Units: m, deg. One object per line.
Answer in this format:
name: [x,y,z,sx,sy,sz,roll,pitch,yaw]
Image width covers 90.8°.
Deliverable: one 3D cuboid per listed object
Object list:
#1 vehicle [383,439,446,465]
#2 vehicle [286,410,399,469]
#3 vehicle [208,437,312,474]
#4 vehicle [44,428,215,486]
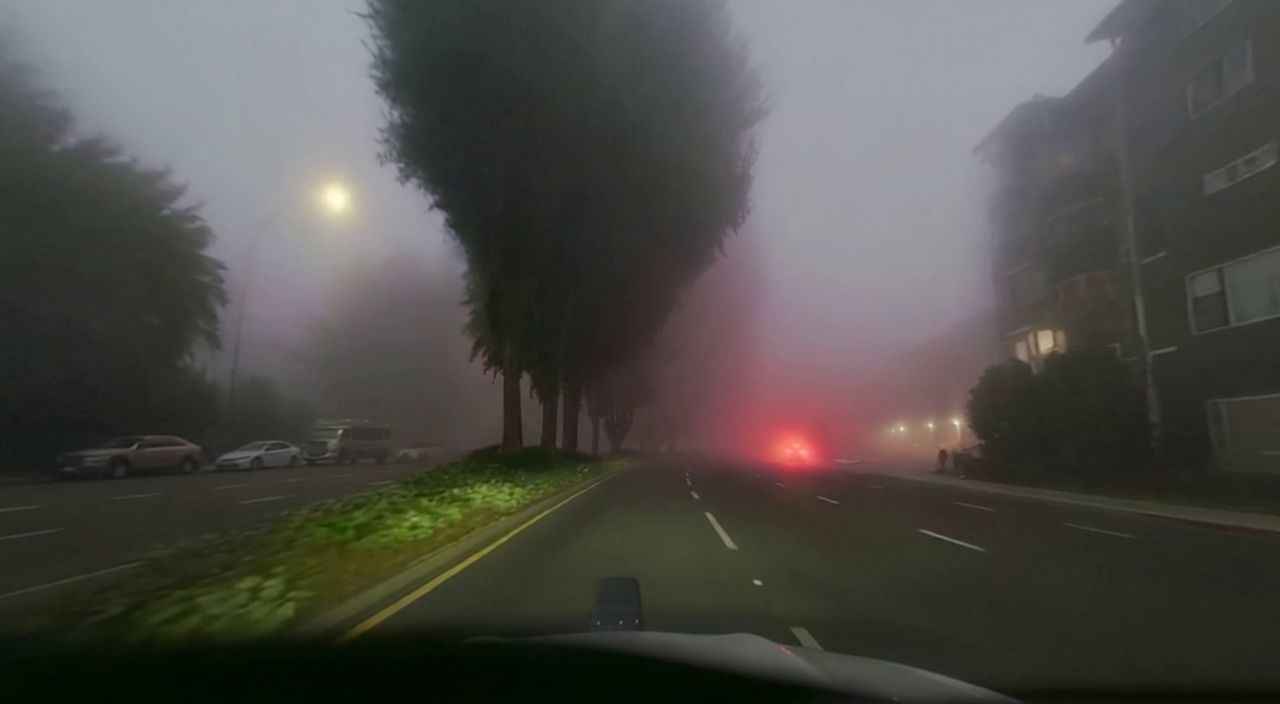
vehicle: [-16.876,7.544,47.660,2.226,1.733,5.775,-1,-9,5]
vehicle: [-17.649,5.394,38.177,2.781,3.224,7.055,-1,-10,5]
vehicle: [-18.319,5.049,30.787,1.876,1.624,4.827,-1,-9,3]
vehicle: [-18.830,3.915,23.730,2.096,1.839,5.137,-2,-9,1]
